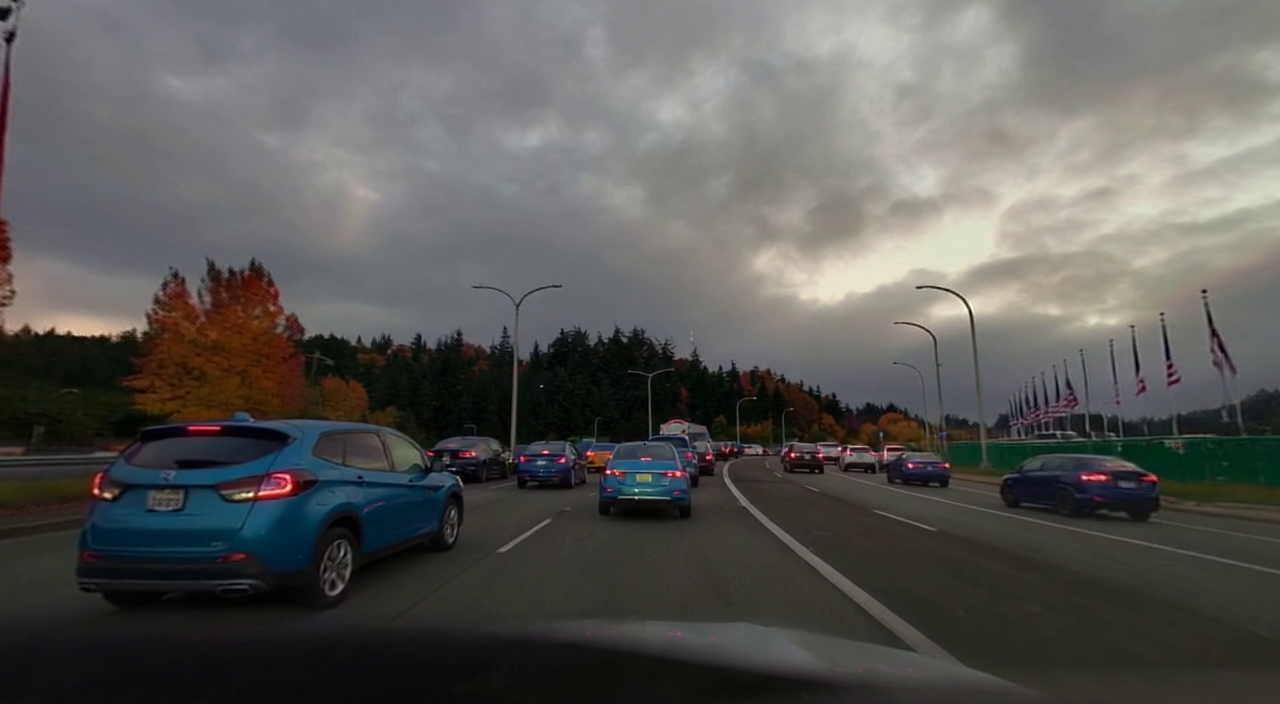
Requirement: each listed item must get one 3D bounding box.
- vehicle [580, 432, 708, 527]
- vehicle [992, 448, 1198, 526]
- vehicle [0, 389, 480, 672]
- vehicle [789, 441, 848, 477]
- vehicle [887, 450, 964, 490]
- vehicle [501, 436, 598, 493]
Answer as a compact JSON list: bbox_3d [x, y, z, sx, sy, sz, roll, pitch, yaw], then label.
[{"bbox_3d":[0.227,2.409,12.455,2.090,1.506,4.276,0,-9,4],"label":"vehicle"},{"bbox_3d":[10.781,3.157,15.434,1.934,1.585,4.397,0,-9,3],"label":"vehicle"},{"bbox_3d":[-3.175,1.365,5.928,1.988,1.635,4.260,0,-9,3],"label":"vehicle"},{"bbox_3d":[8.341,5.010,29.797,1.944,1.544,4.301,0,-9,6],"label":"vehicle"},{"bbox_3d":[12.001,4.947,26.725,1.749,1.481,3.808,0,-9,5],"label":"vehicle"},{"bbox_3d":[-2.669,3.452,19.727,1.974,1.549,4.603,0,-9,5],"label":"vehicle"}]
